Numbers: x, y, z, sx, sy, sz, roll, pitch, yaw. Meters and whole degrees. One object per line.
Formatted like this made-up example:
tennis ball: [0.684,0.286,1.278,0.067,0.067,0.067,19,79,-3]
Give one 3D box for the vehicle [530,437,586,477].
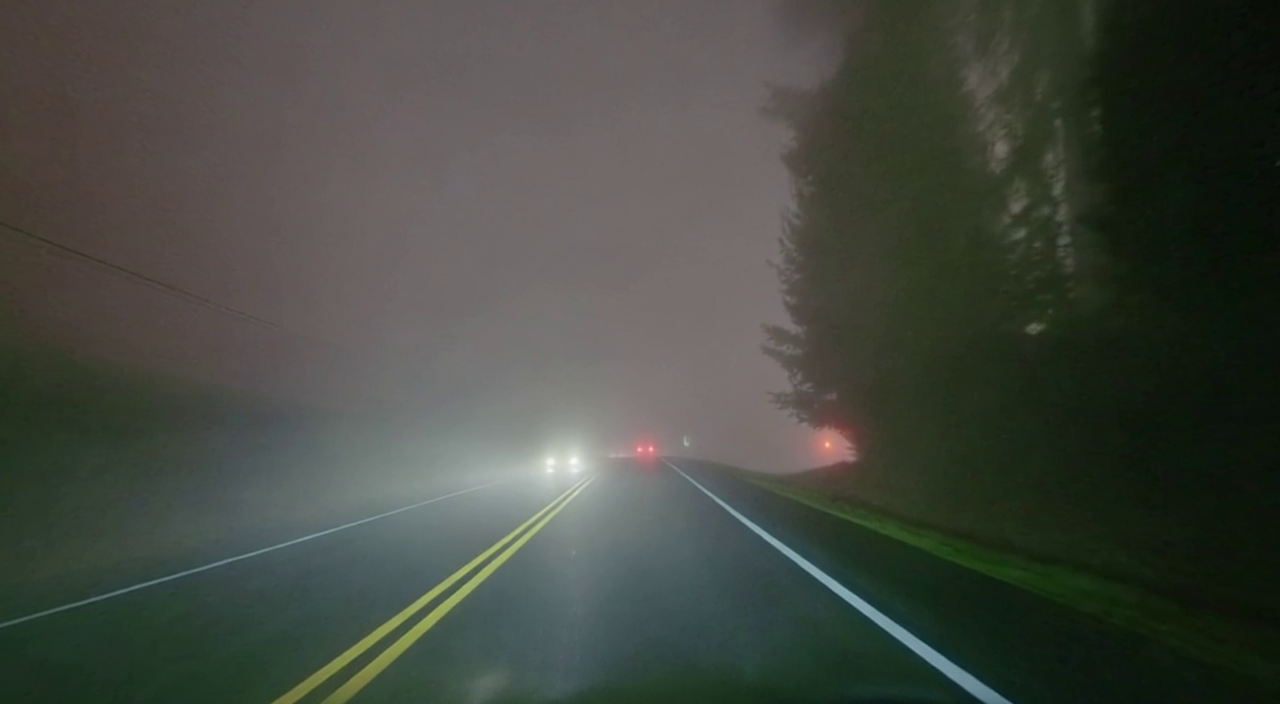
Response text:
vehicle: [-3.854,5.034,30.335,2.041,1.771,4.452,0,-9,0]
